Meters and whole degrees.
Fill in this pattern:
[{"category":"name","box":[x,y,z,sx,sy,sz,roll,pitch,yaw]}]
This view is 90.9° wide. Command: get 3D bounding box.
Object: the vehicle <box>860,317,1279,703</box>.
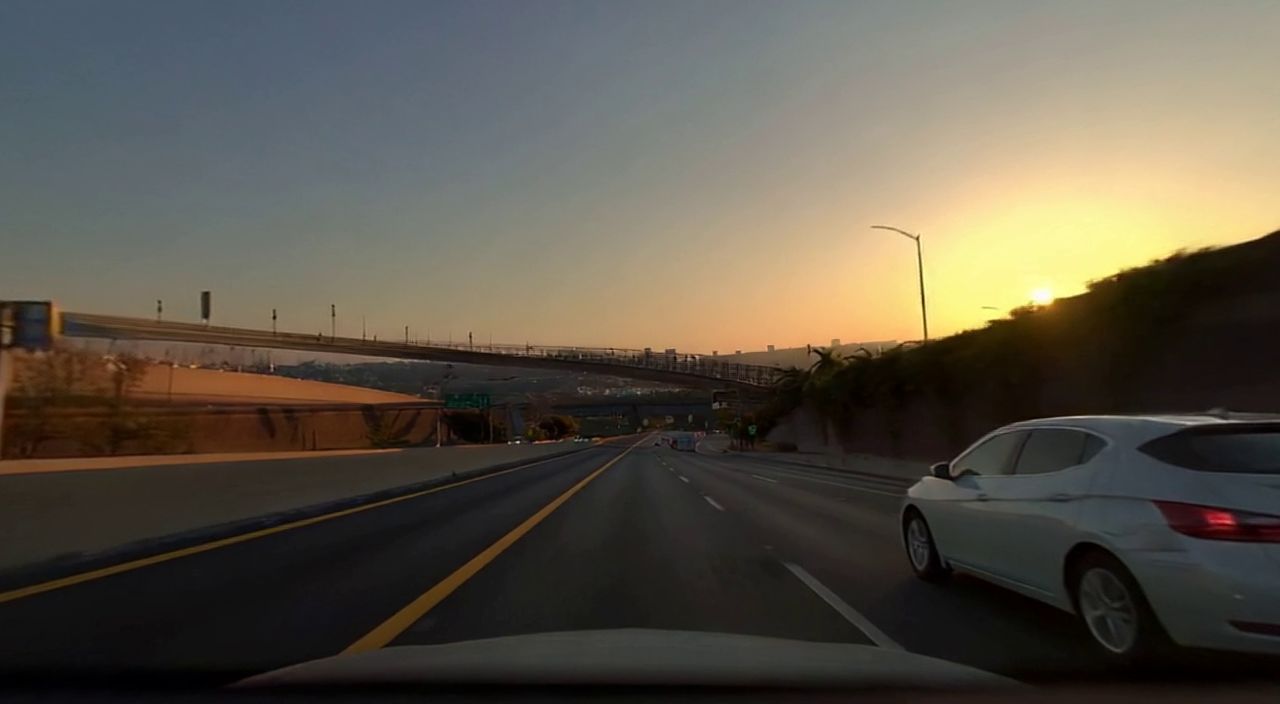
[{"category":"vehicle","box":[3.206,1.027,4.103,2.059,1.715,4.192,0,-8,1]}]
